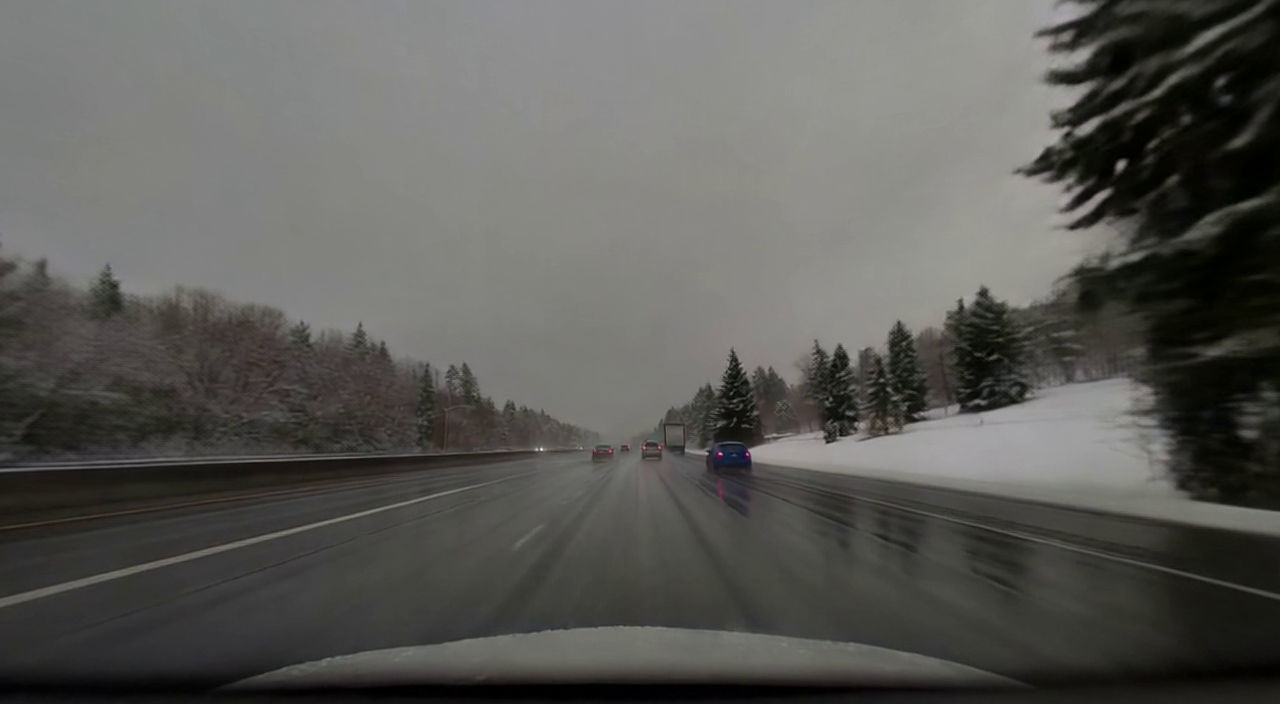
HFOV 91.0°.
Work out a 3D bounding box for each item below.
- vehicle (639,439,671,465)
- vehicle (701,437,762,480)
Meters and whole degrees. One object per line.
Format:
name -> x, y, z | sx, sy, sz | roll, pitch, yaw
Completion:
vehicle -> 1.060, 7.355, 46.344 | 2.205, 1.785, 4.423 | 1, -8, 0
vehicle -> 3.955, 4.661, 27.906 | 2.082, 1.720, 4.393 | 0, -8, 0
